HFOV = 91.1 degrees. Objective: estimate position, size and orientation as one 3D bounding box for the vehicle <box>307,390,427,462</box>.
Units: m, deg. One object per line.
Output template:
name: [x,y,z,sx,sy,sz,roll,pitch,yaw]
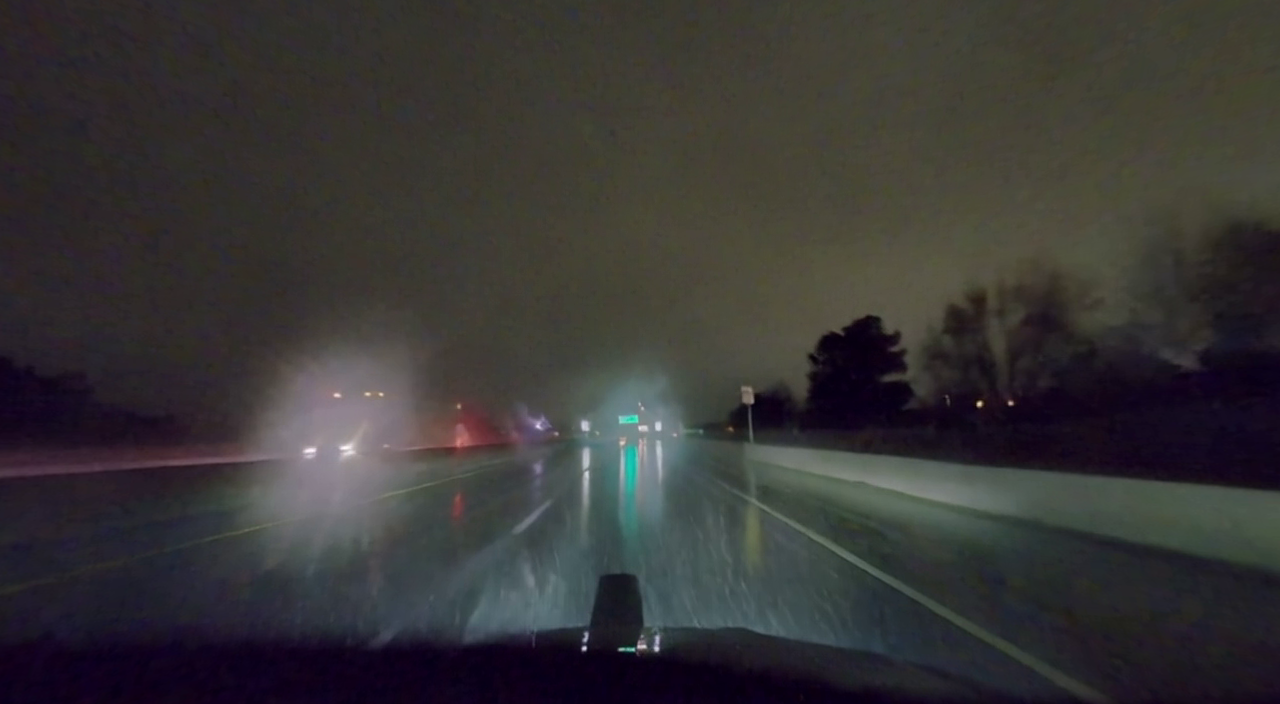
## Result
vehicle: [-17.465,4.975,41.481,3.032,4.098,11.458,0,-8,-1]
